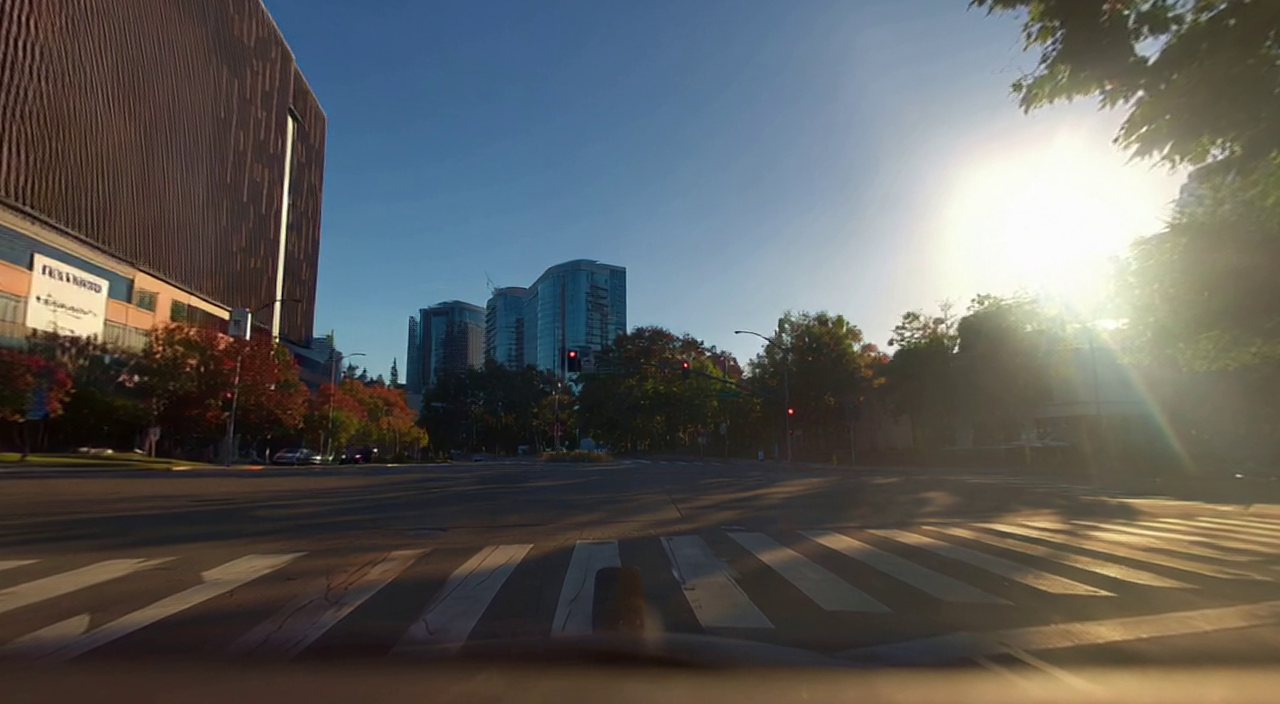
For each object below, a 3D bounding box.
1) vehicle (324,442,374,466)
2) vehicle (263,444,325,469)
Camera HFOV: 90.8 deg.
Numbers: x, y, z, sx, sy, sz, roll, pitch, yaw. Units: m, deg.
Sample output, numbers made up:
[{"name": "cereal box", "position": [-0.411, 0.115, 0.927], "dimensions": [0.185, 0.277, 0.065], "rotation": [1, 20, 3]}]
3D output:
[{"name": "vehicle", "position": [-22.410, 7.834, 48.821], "dimensions": [2.023, 1.706, 4.756], "rotation": [1, -9, -6]}, {"name": "vehicle", "position": [-21.861, 6.594, 40.081], "dimensions": [2.005, 1.496, 4.020], "rotation": [1, -9, -6]}]
